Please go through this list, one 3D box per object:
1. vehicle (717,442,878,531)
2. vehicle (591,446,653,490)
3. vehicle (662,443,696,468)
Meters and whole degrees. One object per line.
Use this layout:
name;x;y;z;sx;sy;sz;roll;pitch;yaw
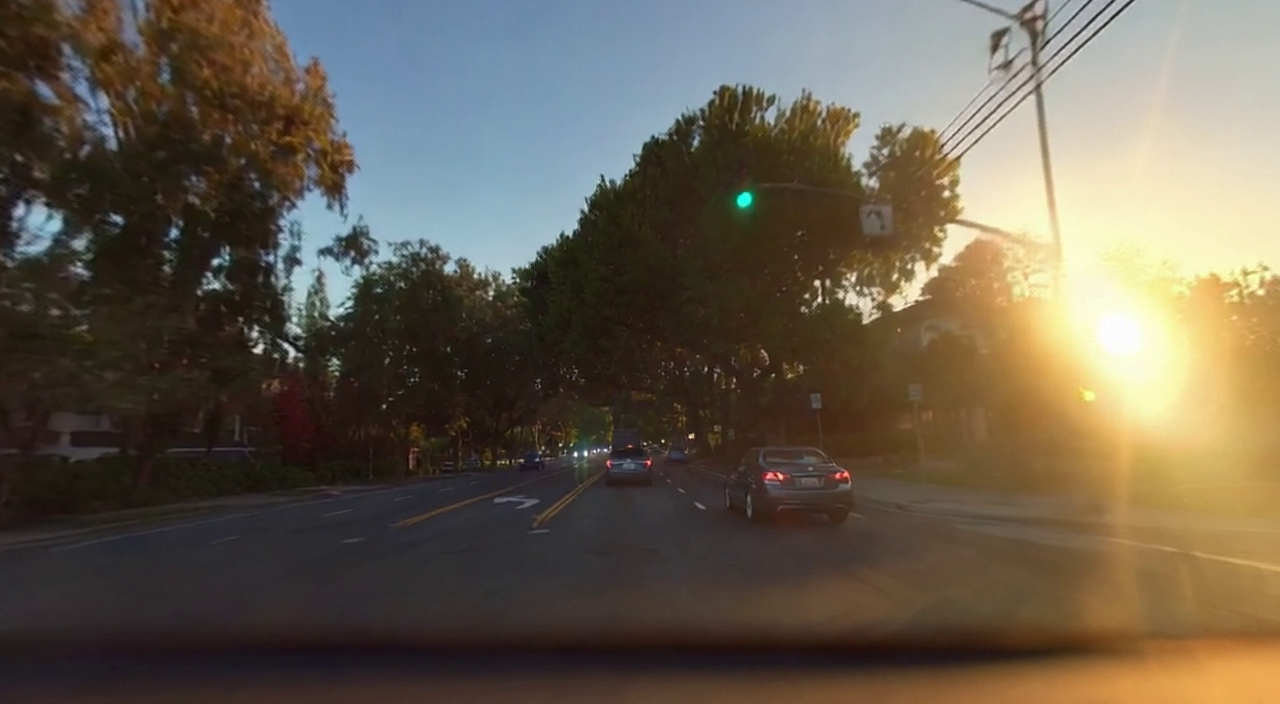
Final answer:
vehicle;2.882;2.564;12.683;1.973;1.447;4.402;0;-9;-2
vehicle;-0.655;4.262;23.629;2.114;1.483;4.207;0;-8;-2
vehicle;3.014;8.087;49.470;2.187;1.847;4.553;1;-9;-2
